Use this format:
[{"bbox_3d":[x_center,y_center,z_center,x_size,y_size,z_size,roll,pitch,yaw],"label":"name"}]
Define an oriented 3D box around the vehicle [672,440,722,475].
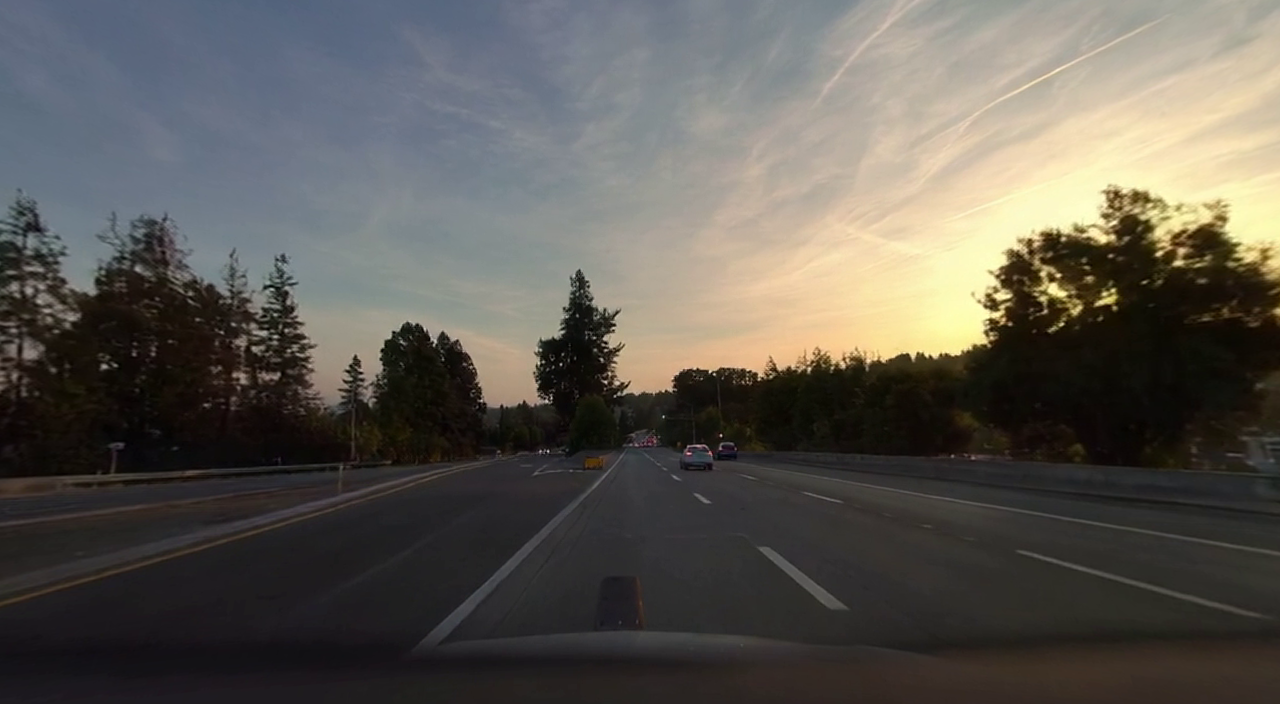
[{"bbox_3d":[2.887,5.444,32.746,2.066,1.683,4.675,0,-9,-1],"label":"vehicle"}]
